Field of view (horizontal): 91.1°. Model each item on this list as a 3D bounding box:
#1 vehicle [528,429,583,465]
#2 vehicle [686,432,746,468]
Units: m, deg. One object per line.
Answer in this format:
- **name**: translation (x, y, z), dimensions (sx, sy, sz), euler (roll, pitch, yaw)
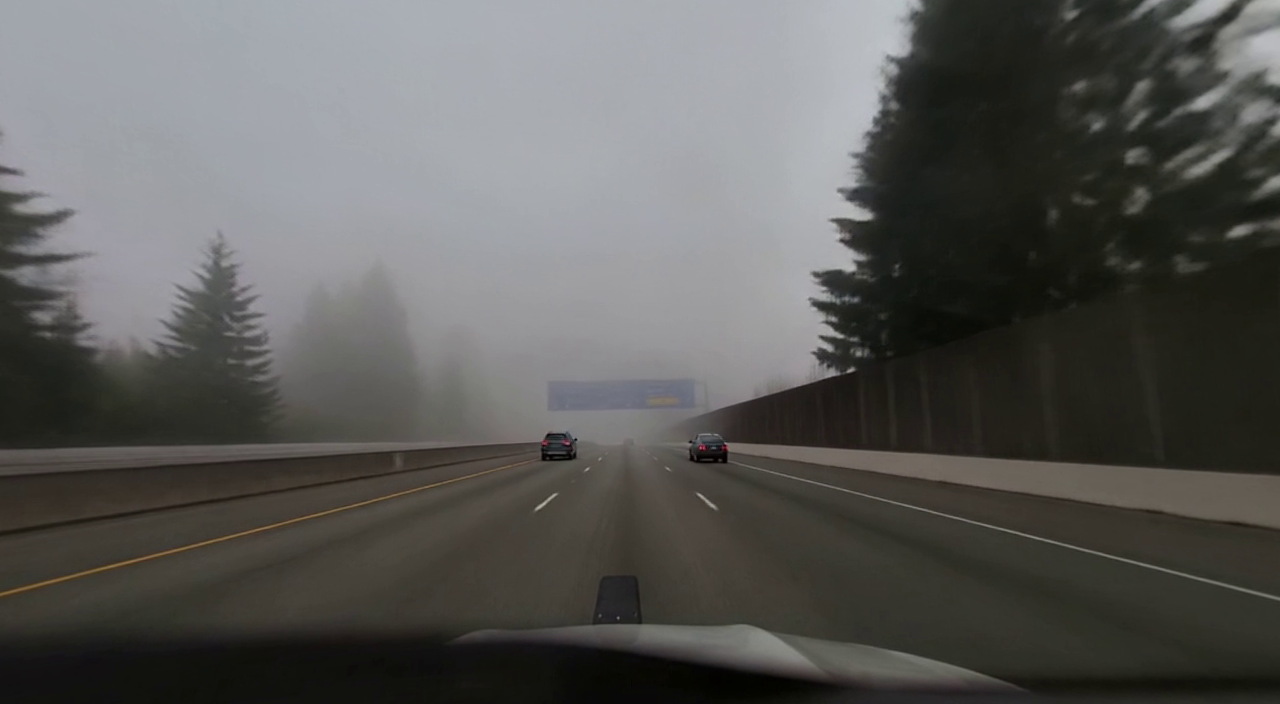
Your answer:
- **vehicle**: translation (-4.168, 4.731, 31.610), dimensions (2.219, 1.660, 4.153), euler (0, -8, -1)
- **vehicle**: translation (3.413, 4.489, 29.215), dimensions (2.077, 1.523, 4.539), euler (0, -8, -2)
